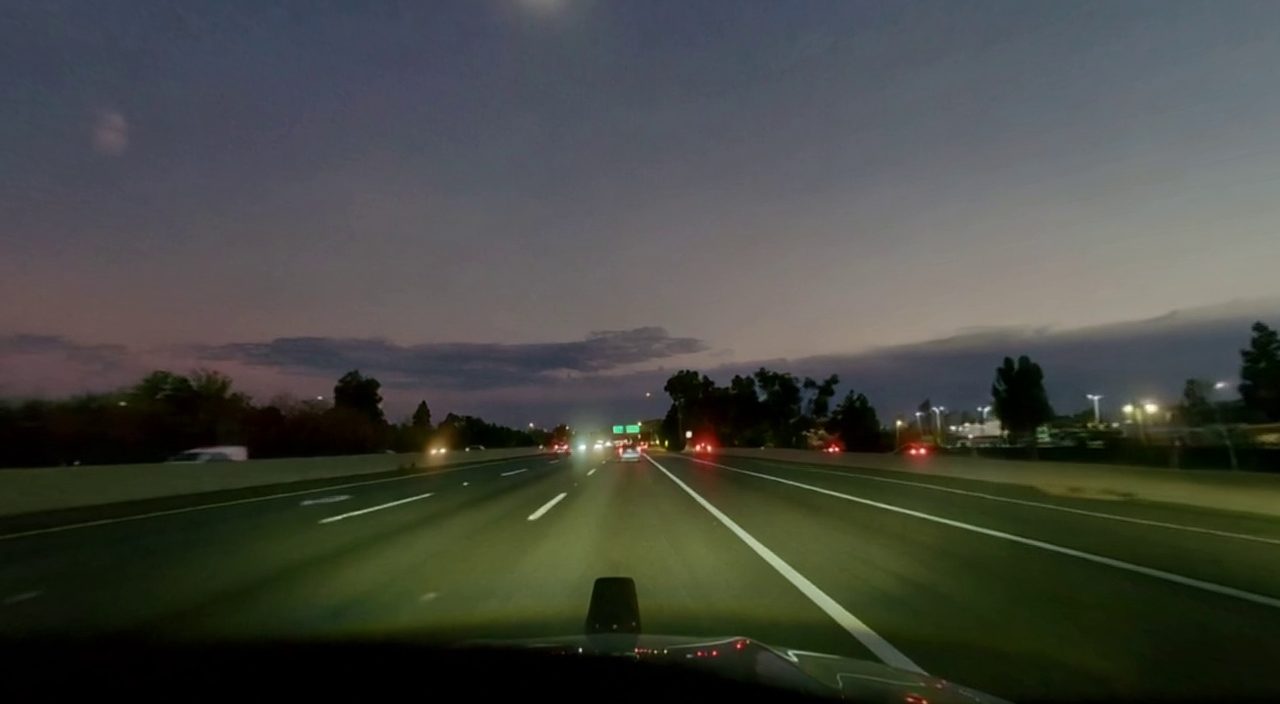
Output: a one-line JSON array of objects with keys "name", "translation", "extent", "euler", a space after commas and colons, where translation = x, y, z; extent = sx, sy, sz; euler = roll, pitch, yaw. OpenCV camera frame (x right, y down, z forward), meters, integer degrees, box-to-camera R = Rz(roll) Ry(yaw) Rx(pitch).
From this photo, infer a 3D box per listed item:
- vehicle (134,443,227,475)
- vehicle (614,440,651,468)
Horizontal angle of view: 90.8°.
[{"name": "vehicle", "translation": [-25.240, 5.883, 34.947], "extent": [1.884, 1.608, 4.427], "euler": [0, -8, -1]}, {"name": "vehicle", "translation": [-0.464, 5.774, 36.108], "extent": [2.012, 1.471, 4.059], "euler": [0, -8, -1]}]
